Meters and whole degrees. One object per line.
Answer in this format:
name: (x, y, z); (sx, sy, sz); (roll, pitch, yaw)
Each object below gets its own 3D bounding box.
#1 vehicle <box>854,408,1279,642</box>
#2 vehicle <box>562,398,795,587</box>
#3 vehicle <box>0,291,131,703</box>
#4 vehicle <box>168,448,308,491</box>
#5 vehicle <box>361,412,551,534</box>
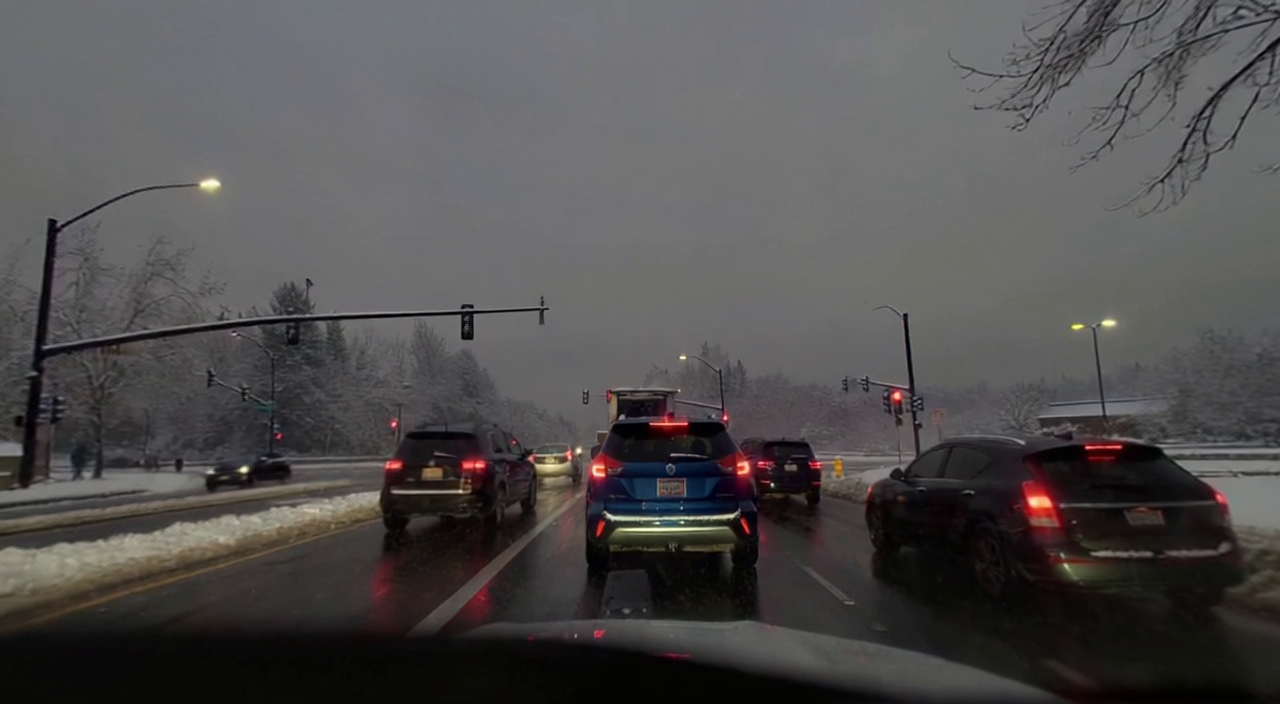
vehicle: (3.907, 1.488, 6.421); (1.954, 1.592, 3.992); (0, -8, -1)
vehicle: (0.374, 1.639, 8.154); (2.172, 1.764, 4.338); (0, -8, 1)
vehicle: (-3.230, 0.429, 0.102); (2.209, 1.828, 4.847); (0, -8, 0)
vehicle: (-15.946, 4.625, 25.278); (1.882, 1.505, 4.379); (-3, -9, 21)
vehicle: (-3.122, 2.186, 11.995); (2.054, 1.814, 4.941); (0, -8, 1)
